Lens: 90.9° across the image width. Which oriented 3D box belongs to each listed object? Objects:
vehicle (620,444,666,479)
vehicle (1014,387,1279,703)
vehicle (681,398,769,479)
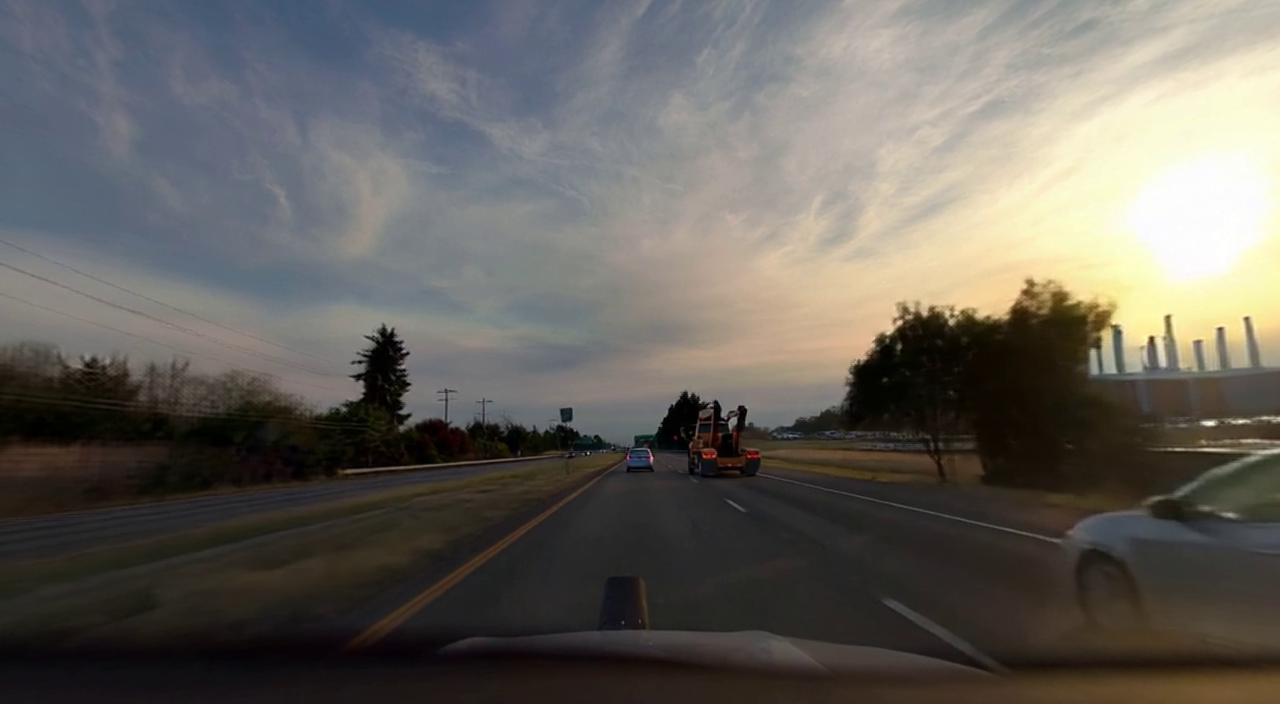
[{"bbox_3d":[0.109,5.136,29.841,2.045,1.527,4.023,0,-9,-1],"label":"vehicle"},{"bbox_3d":[3.765,0.893,2.475,2.168,1.529,3.883,0,-9,0],"label":"vehicle"},{"bbox_3d":[4.033,4.435,31.949,3.089,3.568,8.101,0,-9,-2],"label":"vehicle"}]
